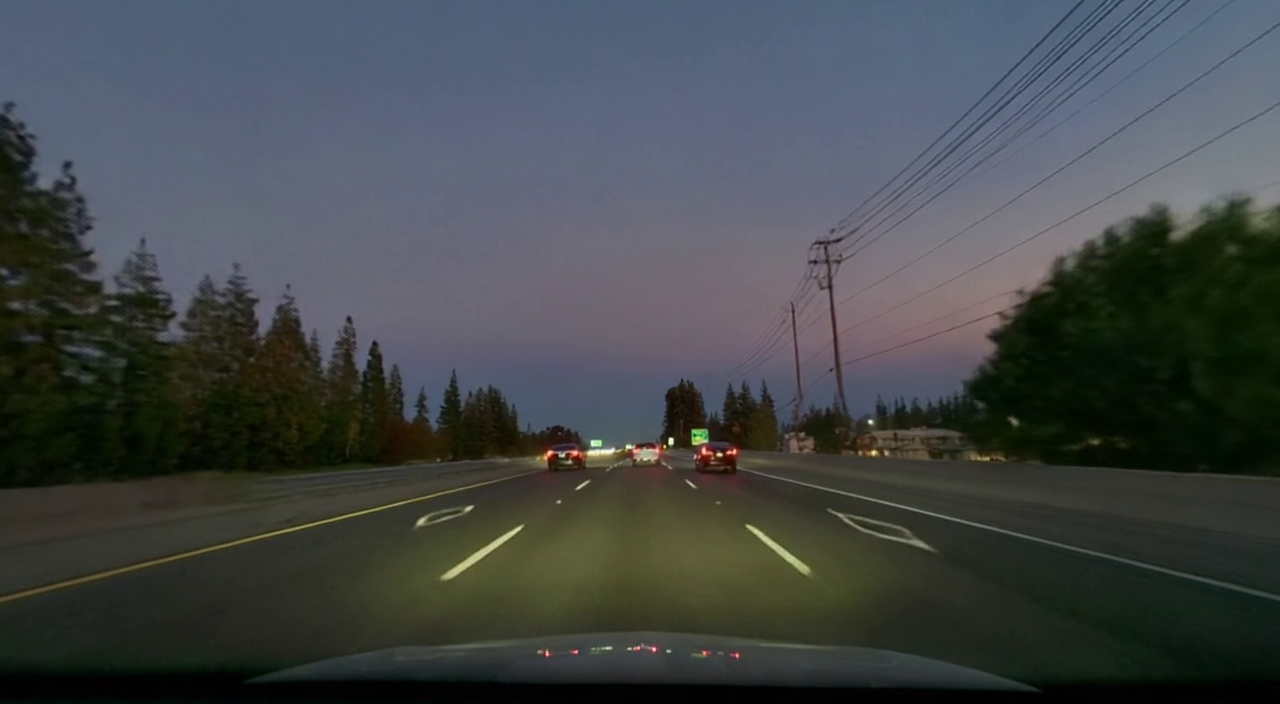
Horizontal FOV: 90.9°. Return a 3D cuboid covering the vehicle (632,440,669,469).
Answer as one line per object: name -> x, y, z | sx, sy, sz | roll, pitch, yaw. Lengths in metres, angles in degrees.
vehicle -> 0.576, 6.027, 37.193 | 2.049, 1.620, 4.153 | 0, -8, 0

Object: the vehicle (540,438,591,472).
vehicle -> -4.108, 5.738, 35.366 | 2.217, 1.773, 4.553 | 0, -8, 1

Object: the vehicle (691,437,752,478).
vehicle -> 3.359, 4.430, 26.629 | 1.996, 1.579, 3.841 | 0, -8, -1
